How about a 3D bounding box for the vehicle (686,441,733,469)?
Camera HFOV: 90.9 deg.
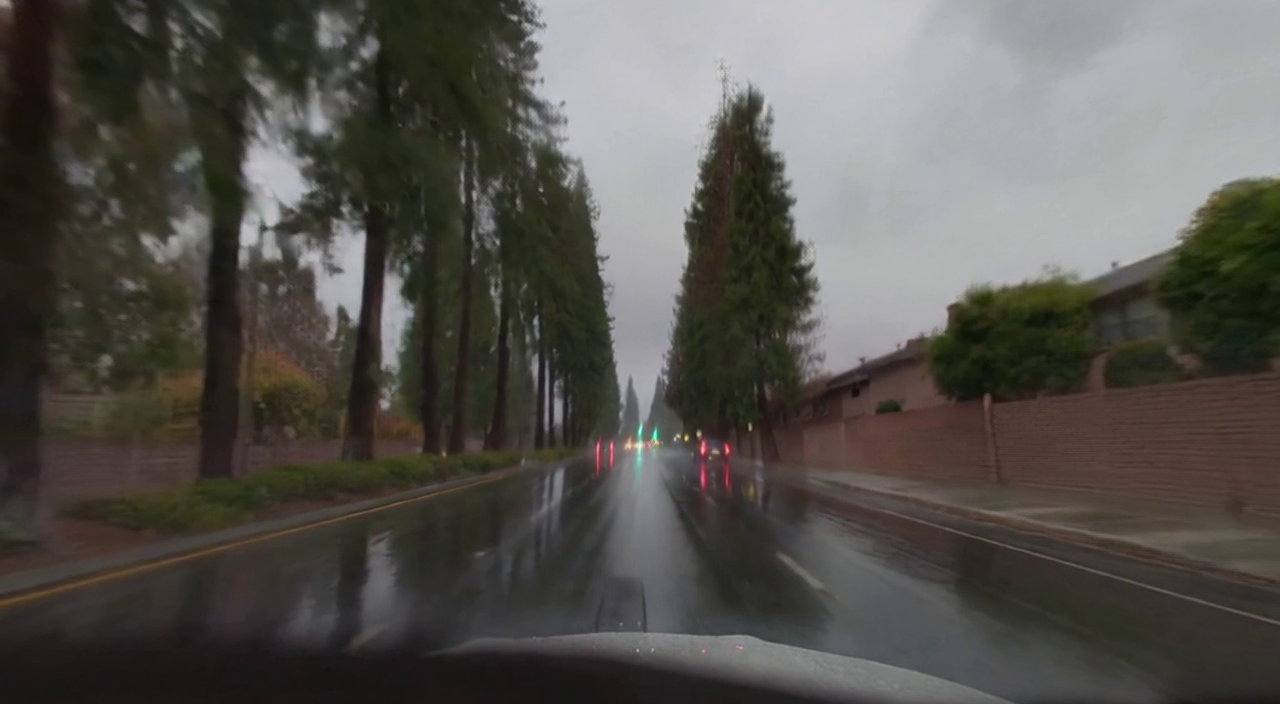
[{"bbox_3d":[4.113,6.206,38.191,2.237,1.578,4.621,0,-8,-1],"label":"vehicle"}]
